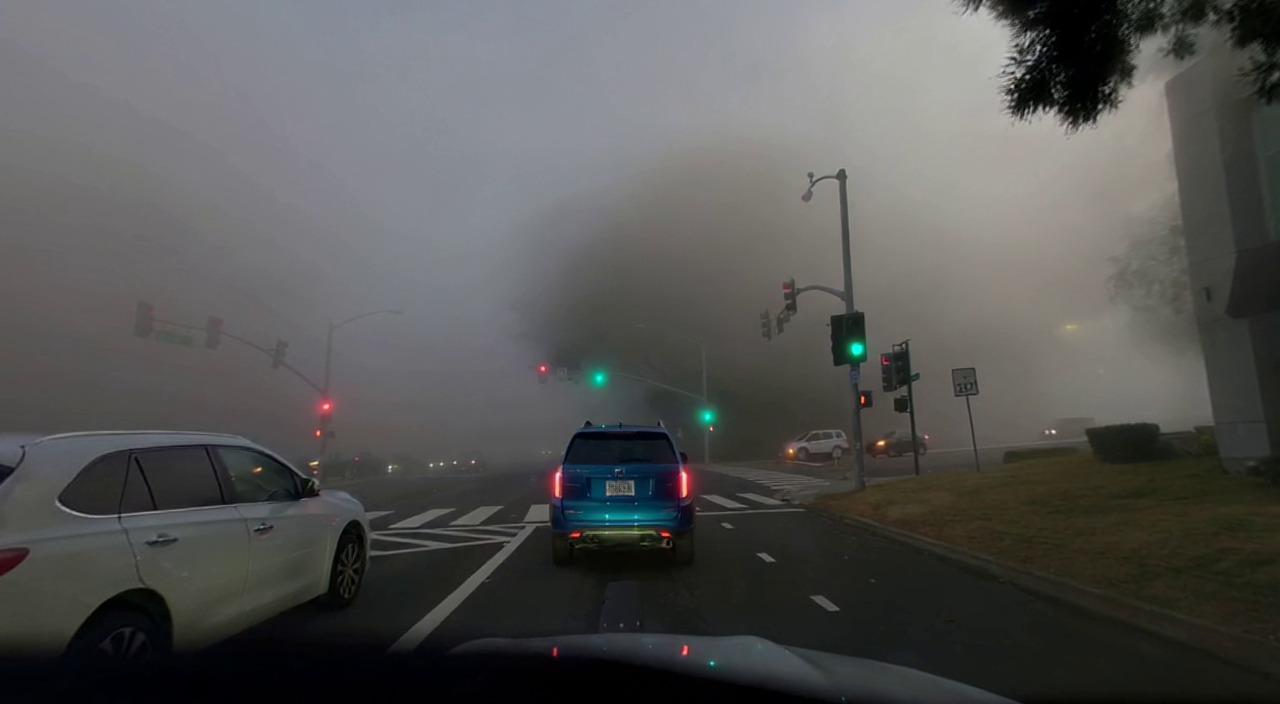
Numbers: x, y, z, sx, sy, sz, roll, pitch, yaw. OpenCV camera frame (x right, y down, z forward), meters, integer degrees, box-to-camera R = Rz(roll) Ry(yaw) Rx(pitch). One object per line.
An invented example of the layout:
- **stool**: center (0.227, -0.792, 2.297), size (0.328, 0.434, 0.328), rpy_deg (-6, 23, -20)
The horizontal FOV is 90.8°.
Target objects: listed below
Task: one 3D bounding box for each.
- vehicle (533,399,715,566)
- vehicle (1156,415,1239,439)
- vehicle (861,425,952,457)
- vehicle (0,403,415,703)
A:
- **vehicle**: center (-0.180, 1.797, 9.374), size (2.059, 1.877, 4.249), rpy_deg (0, -8, 0)
- **vehicle**: center (35.670, 4.836, 40.435), size (4.509, 1.487, 1.915), rpy_deg (3, -9, -20)
- **vehicle**: center (13.575, 4.554, 32.258), size (3.830, 1.545, 2.006), rpy_deg (3, -9, -18)
- **vehicle**: center (-3.380, 1.270, 4.608), size (2.011, 1.527, 4.008), rpy_deg (0, -8, -1)
